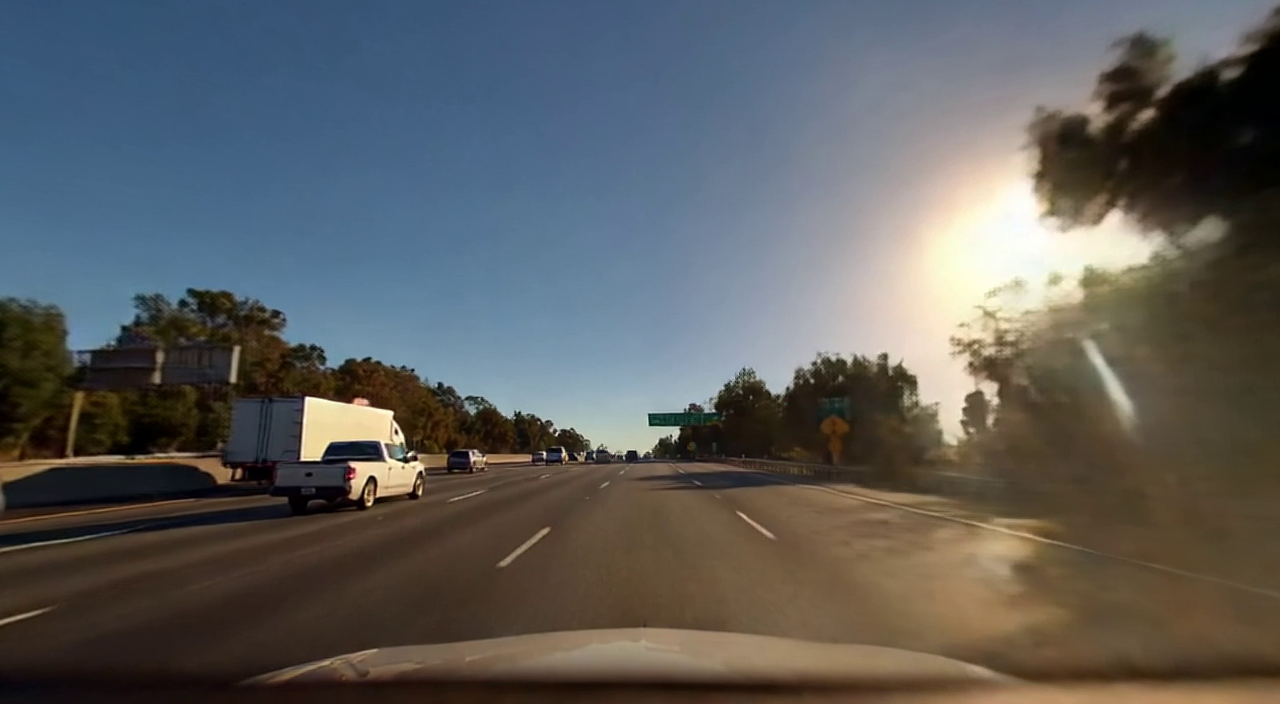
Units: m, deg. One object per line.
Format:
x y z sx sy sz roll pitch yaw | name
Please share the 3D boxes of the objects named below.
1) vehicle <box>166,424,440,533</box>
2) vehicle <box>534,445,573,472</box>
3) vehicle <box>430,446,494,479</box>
-6.583 2.558 13.621 2.403 1.773 6.276 0 -8 1 | vehicle
-5.993 7.421 44.222 2.009 1.735 4.358 0 -8 1 | vehicle
-9.613 5.964 34.410 2.060 1.662 4.469 -1 -8 2 | vehicle
